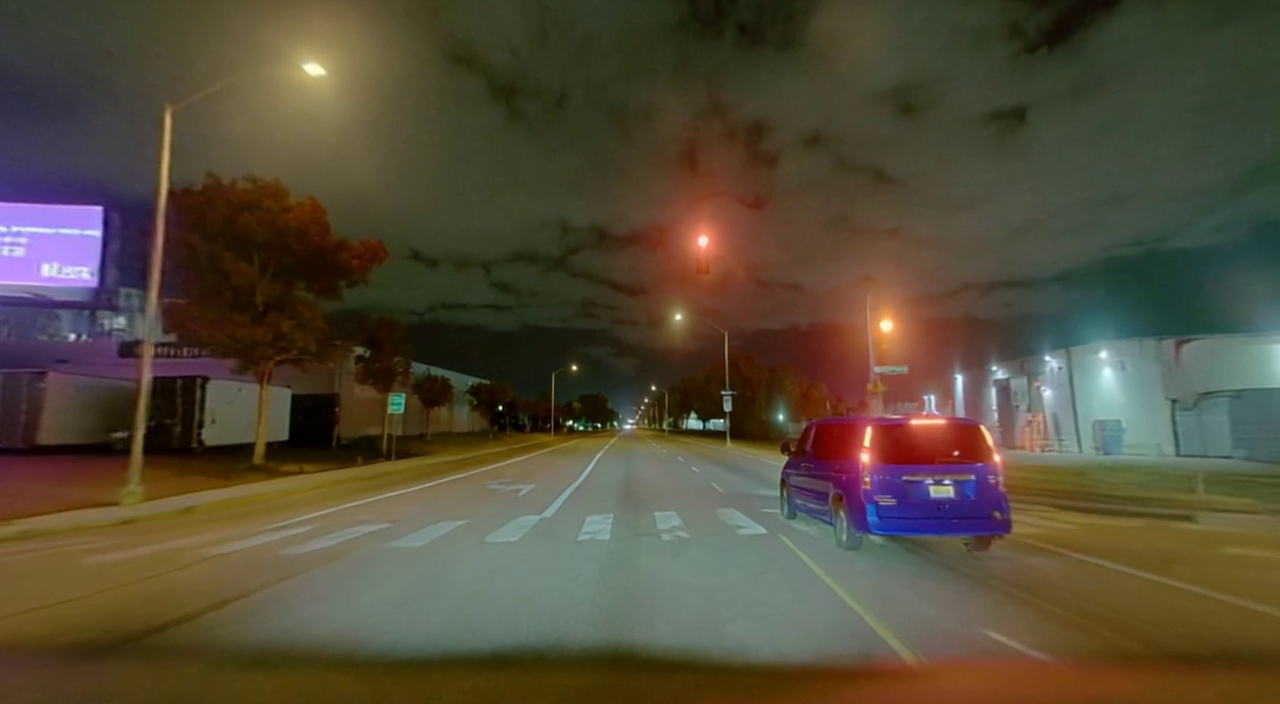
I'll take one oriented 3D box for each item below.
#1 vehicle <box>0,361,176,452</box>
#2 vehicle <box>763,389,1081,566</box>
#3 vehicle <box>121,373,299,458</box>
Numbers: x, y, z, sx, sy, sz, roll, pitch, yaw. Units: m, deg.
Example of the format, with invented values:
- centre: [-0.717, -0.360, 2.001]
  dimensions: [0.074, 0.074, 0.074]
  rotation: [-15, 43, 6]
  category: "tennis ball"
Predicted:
- centre: [-27.408, 2.733, 30.421]
  dimensions: [2.943, 3.741, 9.094]
  rotation: [1, -7, 0]
  category: "vehicle"
- centre: [3.426, 1.629, 9.039]
  dimensions: [2.202, 1.822, 4.826]
  rotation: [1, -8, -2]
  category: "vehicle"
- centre: [-20.586, 3.084, 30.976]
  dimensions: [3.337, 3.644, 7.945]
  rotation: [0, -5, -2]
  category: "vehicle"
